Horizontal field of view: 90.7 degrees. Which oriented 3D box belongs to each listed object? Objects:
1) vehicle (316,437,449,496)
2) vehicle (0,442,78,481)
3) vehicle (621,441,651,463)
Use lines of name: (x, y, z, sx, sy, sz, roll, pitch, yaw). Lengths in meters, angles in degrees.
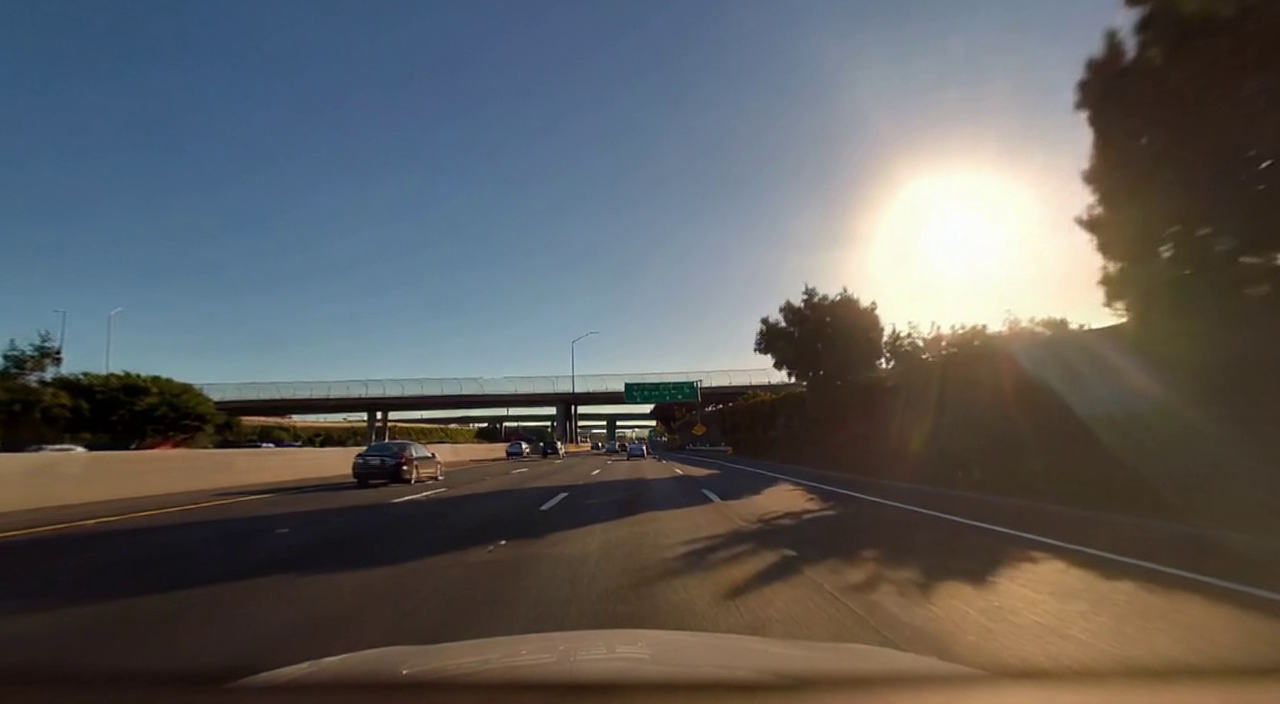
vehicle: (-7.370, 3.316, 18.737, 1.994, 1.487, 4.605, 0, -8, 0)
vehicle: (-28.444, 4.943, 28.616, 1.990, 1.650, 4.403, 0, -9, 0)
vehicle: (-0.318, 7.403, 46.968, 2.086, 1.472, 4.168, 0, -8, -1)
